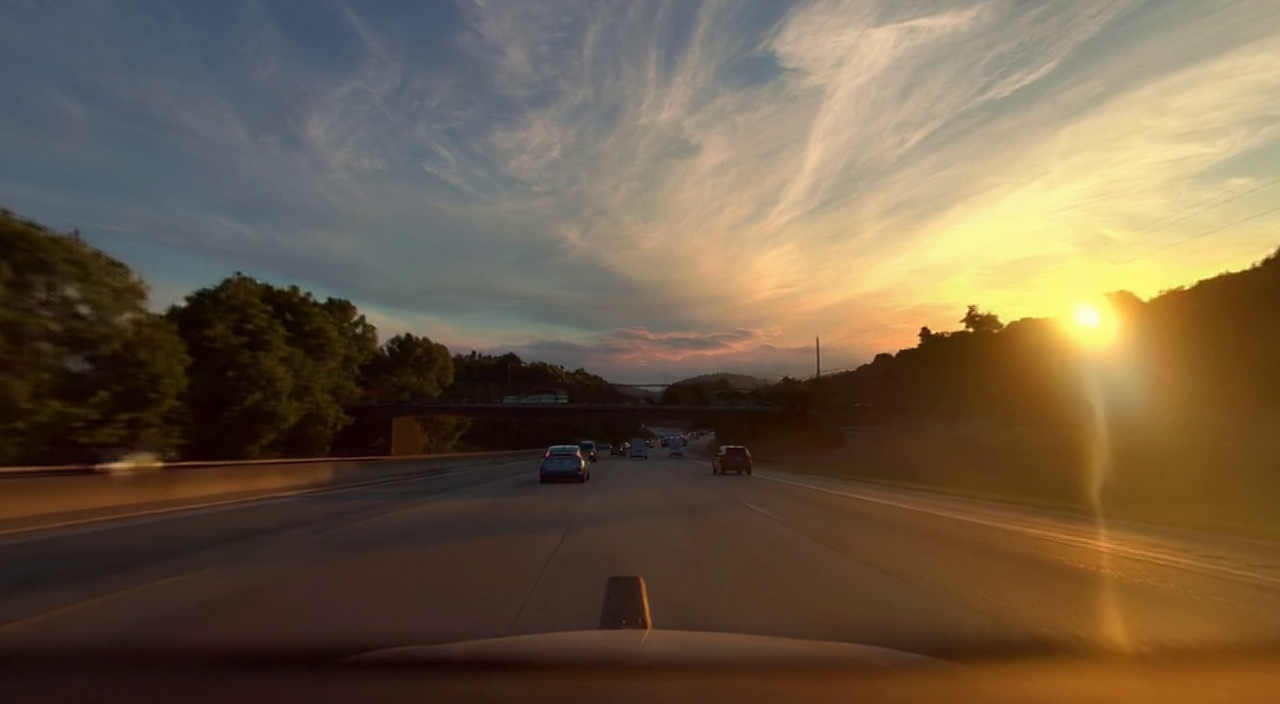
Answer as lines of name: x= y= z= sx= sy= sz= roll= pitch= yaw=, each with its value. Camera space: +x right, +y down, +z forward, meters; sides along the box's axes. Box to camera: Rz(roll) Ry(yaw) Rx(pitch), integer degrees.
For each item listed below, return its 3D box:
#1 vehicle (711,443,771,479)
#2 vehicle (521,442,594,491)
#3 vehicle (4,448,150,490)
vehicle: x=4.406 y=4.825 z=28.048 sx=1.926 sy=1.483 sz=3.528 roll=0 pitch=-9 yaw=-3
vehicle: x=-2.685 y=3.843 z=21.533 sx=2.053 sy=1.483 sz=4.185 roll=0 pitch=-9 yaw=-1
vehicle: x=-21.639 y=4.469 z=24.481 sx=1.930 sy=1.474 sz=4.042 roll=0 pitch=-9 yaw=0
